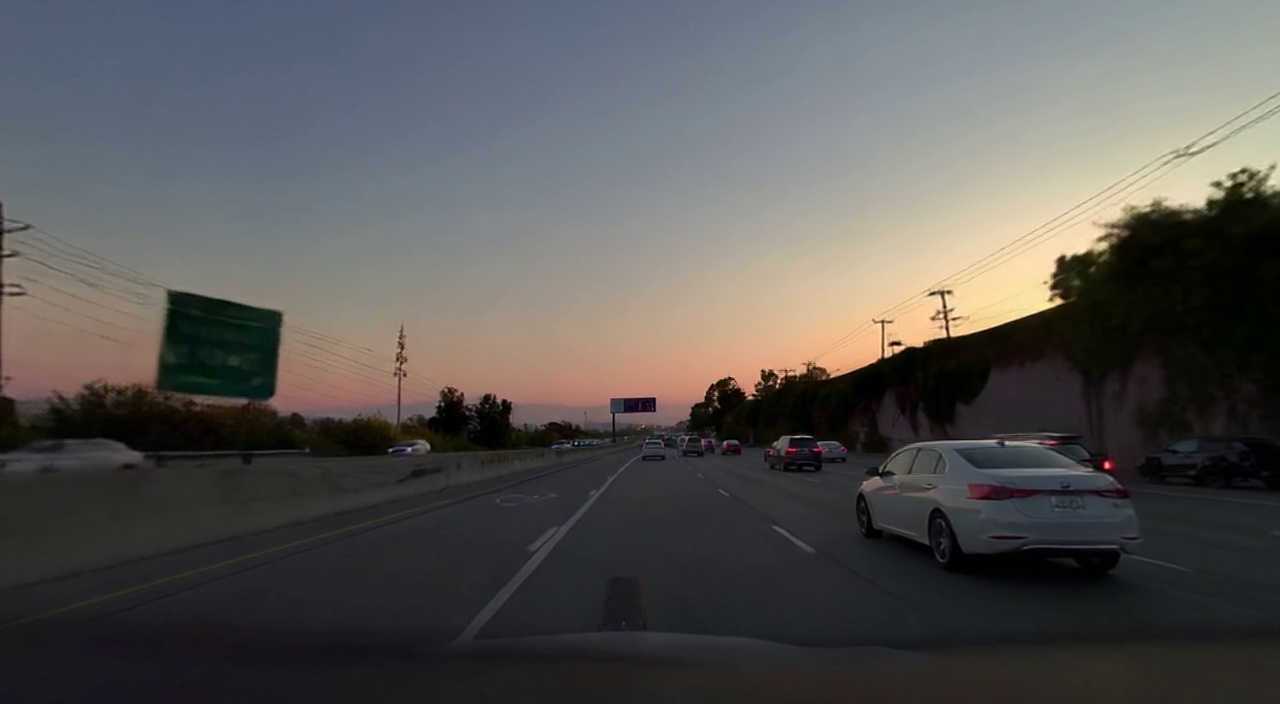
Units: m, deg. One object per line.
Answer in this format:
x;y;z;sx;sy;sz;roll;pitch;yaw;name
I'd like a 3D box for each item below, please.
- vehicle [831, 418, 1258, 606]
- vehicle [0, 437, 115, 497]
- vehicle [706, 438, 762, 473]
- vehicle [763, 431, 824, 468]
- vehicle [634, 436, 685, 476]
3.904;1.602;7.291;1.986;1.478;4.429;0;-8;0;vehicle
-17.027;3.021;16.703;2.041;1.480;4.759;0;-8;2;vehicle
4.185;4.703;28.767;1.936;1.465;4.060;0;-8;0;vehicle
7.959;5.113;33.178;2.041;1.821;4.562;0;-8;0;vehicle
0.791;4.445;27.228;2.042;1.581;3.769;0;-8;0;vehicle
